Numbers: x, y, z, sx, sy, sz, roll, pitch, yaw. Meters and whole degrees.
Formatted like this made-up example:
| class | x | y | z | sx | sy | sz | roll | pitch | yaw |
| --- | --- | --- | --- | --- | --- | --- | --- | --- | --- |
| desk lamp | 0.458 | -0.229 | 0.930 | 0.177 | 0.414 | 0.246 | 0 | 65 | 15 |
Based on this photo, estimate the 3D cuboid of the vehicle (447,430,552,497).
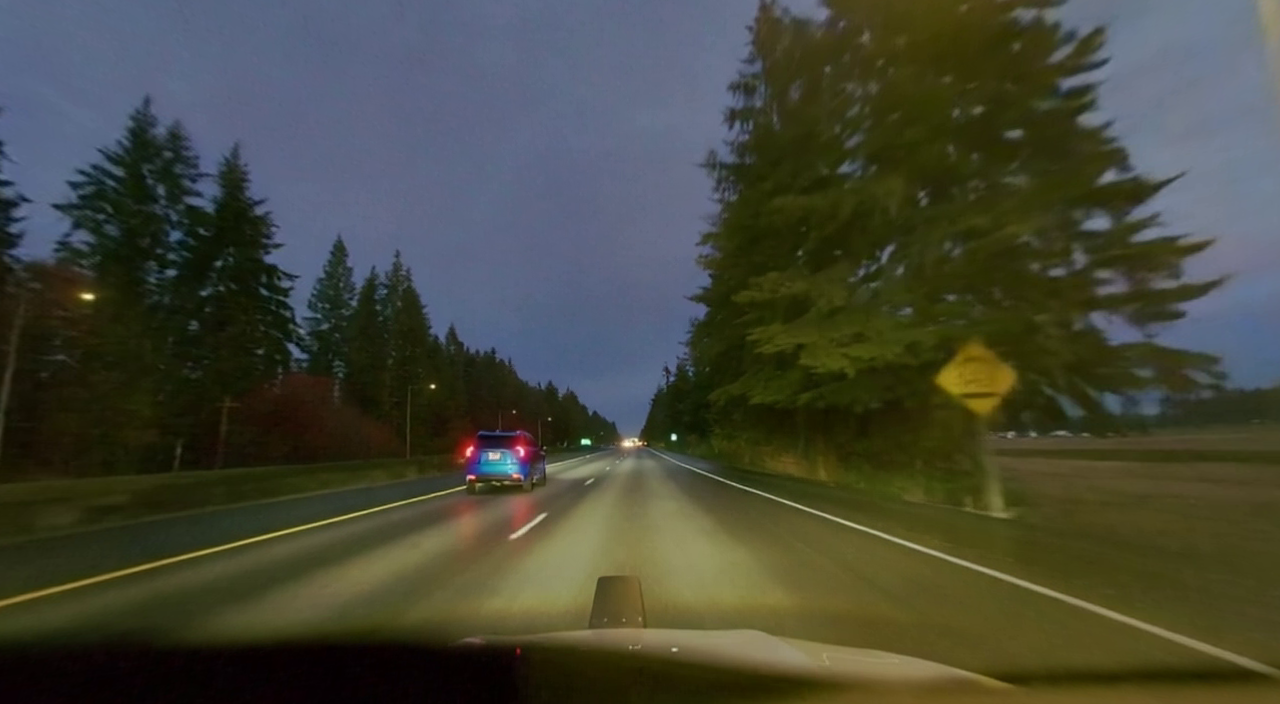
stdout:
| class | x | y | z | sx | sy | sz | roll | pitch | yaw |
| --- | --- | --- | --- | --- | --- | --- | --- | --- | --- |
| vehicle | -4.026 | 3.277 | 18.932 | 2.084 | 1.752 | 4.479 | 0 | -8 | 0 |
